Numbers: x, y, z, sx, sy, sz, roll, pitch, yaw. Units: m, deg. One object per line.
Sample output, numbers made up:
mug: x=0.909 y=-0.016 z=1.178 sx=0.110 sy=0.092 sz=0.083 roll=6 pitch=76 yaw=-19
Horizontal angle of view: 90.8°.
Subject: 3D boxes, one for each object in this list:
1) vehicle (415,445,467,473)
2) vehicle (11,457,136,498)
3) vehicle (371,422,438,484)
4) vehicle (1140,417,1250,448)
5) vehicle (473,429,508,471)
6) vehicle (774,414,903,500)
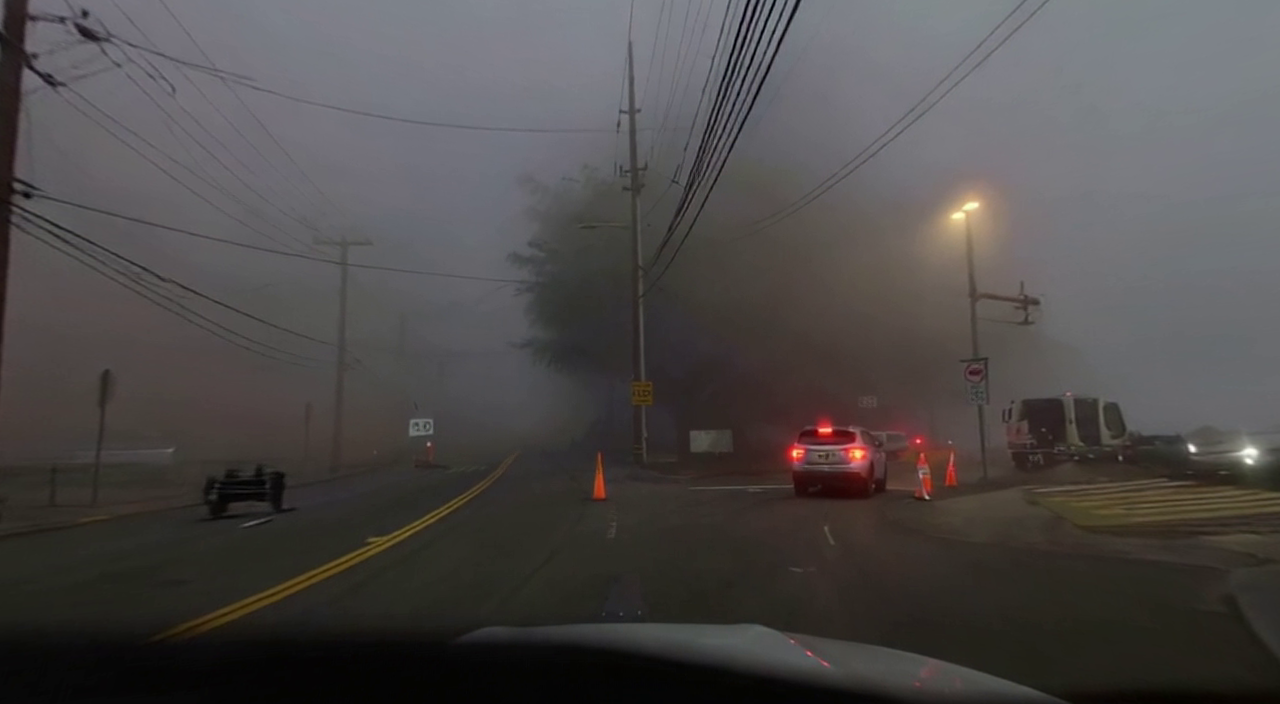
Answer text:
vehicle: x=-13.039 y=7.016 z=41.678 sx=2.509 sy=1.731 sz=4.549 roll=1 pitch=-8 yaw=-8
vehicle: x=-23.226 y=5.124 z=26.144 sx=1.817 sy=1.456 sz=4.079 roll=1 pitch=-8 yaw=-9
vehicle: x=-11.252 y=4.831 z=30.371 sx=2.185 sy=2.644 sz=3.306 roll=-3 pitch=-8 yaw=-5
vehicle: x=32.321 y=4.719 z=36.867 sx=1.937 sy=1.688 sz=4.382 roll=6 pitch=-10 yaw=-37
vehicle: x=-9.952 y=6.573 z=42.416 sx=1.959 sy=2.654 sz=4.078 roll=1 pitch=-8 yaw=-9
vehicle: x=5.352 y=2.672 z=16.504 sx=2.256 sy=1.859 sz=5.118 roll=-5 pitch=-9 yaw=27
